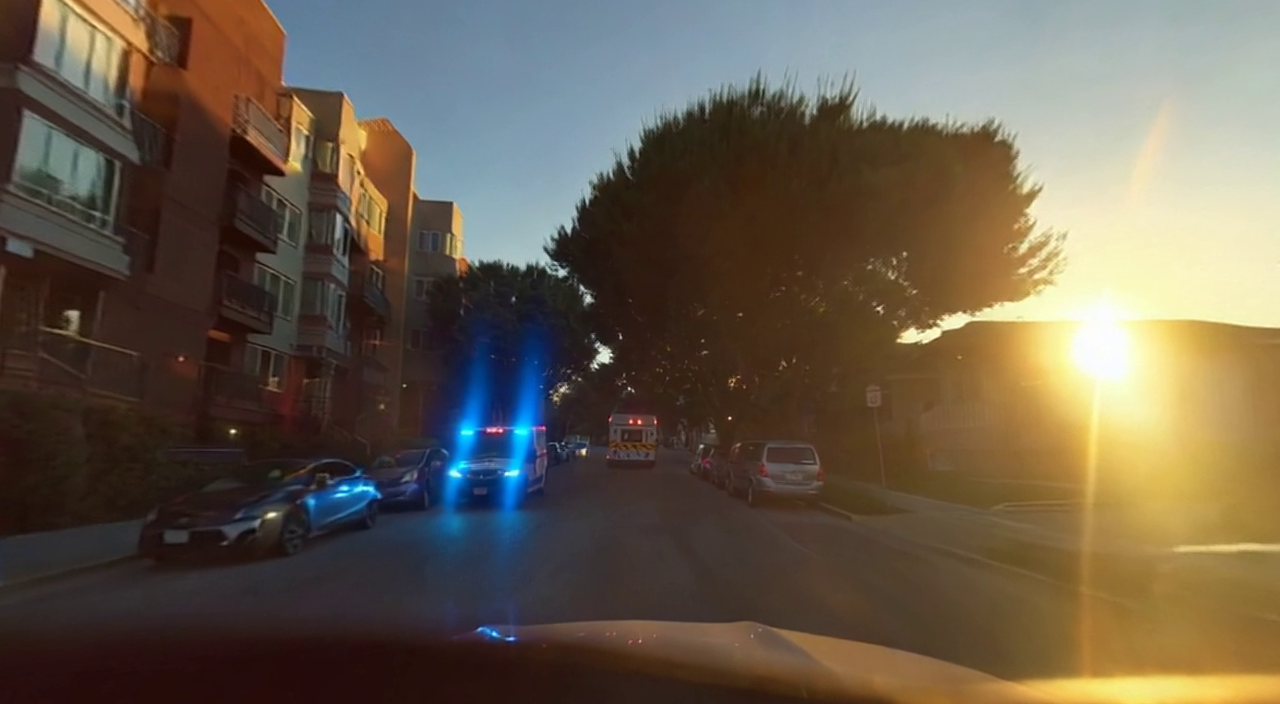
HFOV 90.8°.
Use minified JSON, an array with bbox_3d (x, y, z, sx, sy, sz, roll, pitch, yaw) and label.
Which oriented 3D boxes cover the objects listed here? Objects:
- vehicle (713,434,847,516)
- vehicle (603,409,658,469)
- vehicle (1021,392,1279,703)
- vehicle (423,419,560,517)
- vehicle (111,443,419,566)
[{"bbox_3d":[3.172,2.862,15.299,2.035,1.549,4.373,4,-8,-3],"label":"vehicle"},{"bbox_3d":[-0.624,4.971,35.841,2.754,3.008,7.730,0,-8,-2],"label":"vehicle"},{"bbox_3d":[3.290,0.812,1.173,2.155,1.553,4.738,3,-9,-1],"label":"vehicle"},{"bbox_3d":[-3.068,2.486,14.045,2.029,1.802,4.229,0,-8,0],"label":"vehicle"},{"bbox_3d":[-5.379,2.191,10.043,2.047,1.471,4.647,0,-8,0],"label":"vehicle"}]
